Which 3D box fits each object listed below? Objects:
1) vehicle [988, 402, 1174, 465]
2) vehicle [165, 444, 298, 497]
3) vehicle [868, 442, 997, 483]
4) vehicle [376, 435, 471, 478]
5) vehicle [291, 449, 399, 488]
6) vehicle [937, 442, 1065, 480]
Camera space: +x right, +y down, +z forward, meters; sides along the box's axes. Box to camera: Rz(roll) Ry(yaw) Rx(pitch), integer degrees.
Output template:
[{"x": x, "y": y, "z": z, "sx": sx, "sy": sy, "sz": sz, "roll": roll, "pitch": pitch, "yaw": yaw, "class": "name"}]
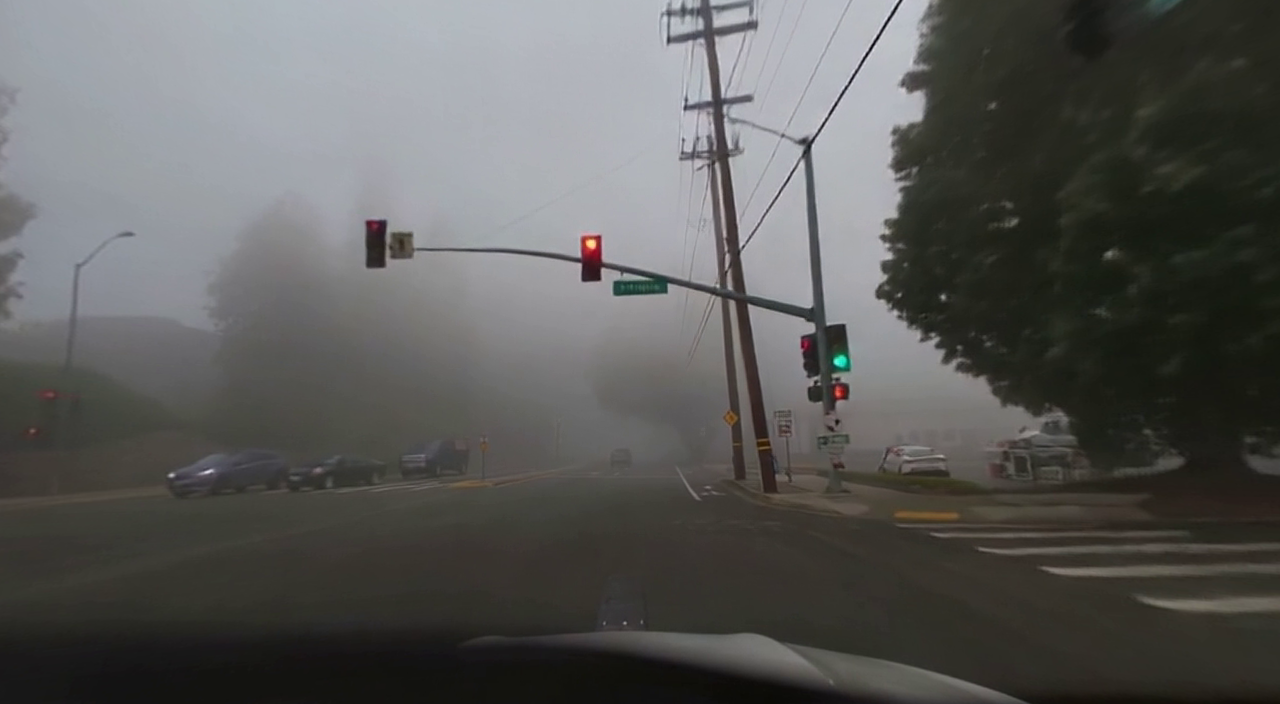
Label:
[{"x": 18.393, "y": 3.500, "z": 26.707, "sx": 2.609, "sy": 2.332, "sz": 5.734, "roll": 4, "pitch": -10, "yaw": -27, "class": "vehicle"}, {"x": -16.156, "y": 4.668, "z": 25.290, "sx": 2.112, "sy": 1.880, "sz": 4.479, "roll": -1, "pitch": -9, "yaw": 4, "class": "vehicle"}, {"x": 12.283, "y": 4.621, "z": 26.852, "sx": 1.897, "sy": 1.532, "sz": 4.694, "roll": 4, "pitch": -9, "yaw": -28, "class": "vehicle"}, {"x": -12.310, "y": 5.990, "z": 36.523, "sx": 2.798, "sy": 2.249, "sz": 6.296, "roll": -1, "pitch": -9, "yaw": 6, "class": "vehicle"}, {"x": -12.652, "y": 5.003, "z": 27.450, "sx": 2.090, "sy": 1.519, "sz": 4.919, "roll": -1, "pitch": -9, "yaw": 3, "class": "vehicle"}, {"x": 15.383, "y": 4.611, "z": 27.108, "sx": 1.994, "sy": 1.453, "sz": 4.249, "roll": 3, "pitch": -9, "yaw": -28, "class": "vehicle"}]
